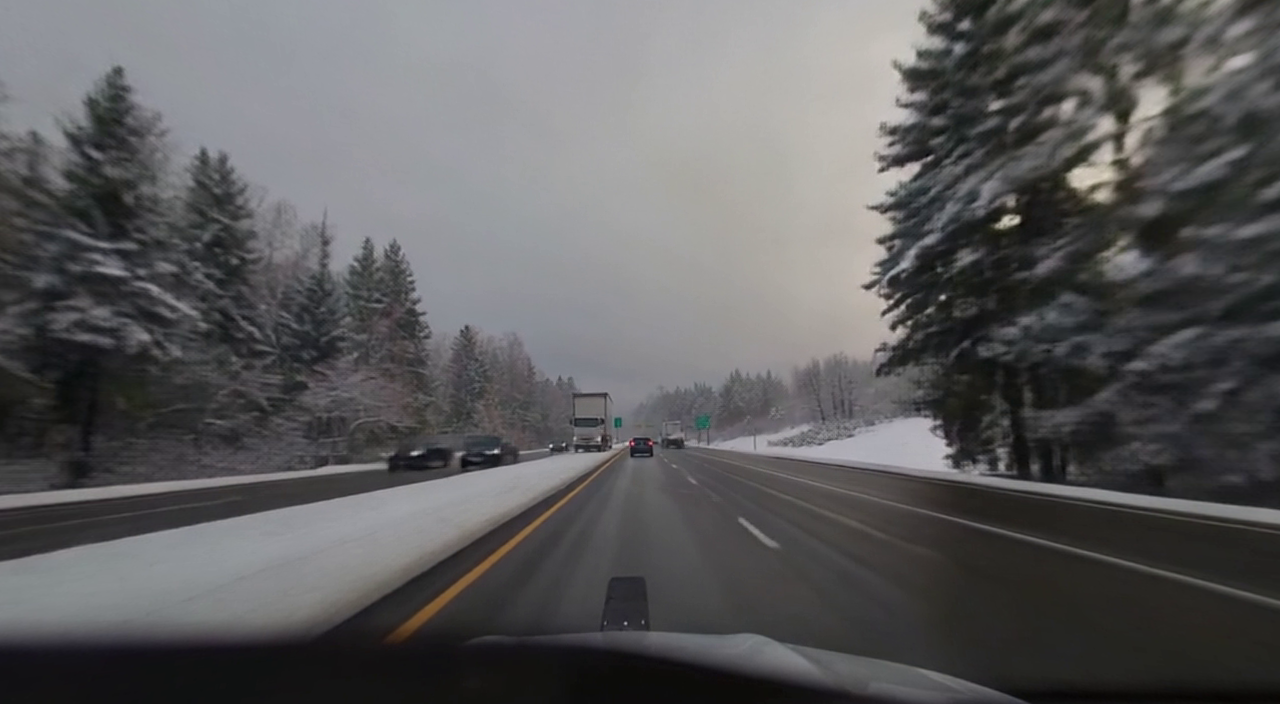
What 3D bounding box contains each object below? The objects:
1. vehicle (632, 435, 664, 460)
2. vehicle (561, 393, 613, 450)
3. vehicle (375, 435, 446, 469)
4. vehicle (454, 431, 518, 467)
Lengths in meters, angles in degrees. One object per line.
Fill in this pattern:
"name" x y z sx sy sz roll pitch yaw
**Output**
"vehicle" 0.498 6.067 40.098 1.924 1.498 3.817 0 -8 0
"vehicle" -3.893 5.598 49.196 3.120 3.936 11.480 0 -8 0
"vehicle" -11.410 4.986 31.617 1.857 1.561 4.388 0 -8 0
"vehicle" -7.708 4.887 31.870 1.975 1.637 4.631 0 -8 1
